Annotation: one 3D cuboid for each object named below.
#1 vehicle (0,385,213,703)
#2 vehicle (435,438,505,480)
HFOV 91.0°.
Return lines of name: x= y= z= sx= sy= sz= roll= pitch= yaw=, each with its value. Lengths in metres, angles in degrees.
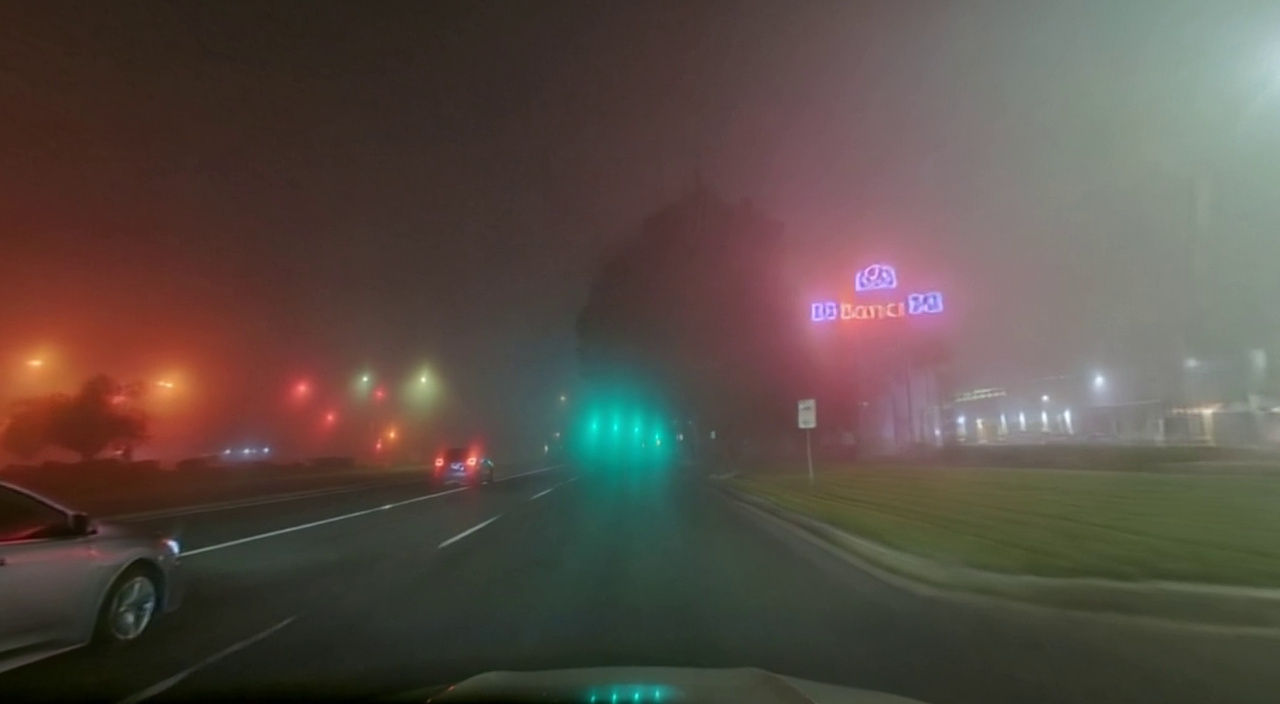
vehicle: x=-4.317 y=0.937 z=2.717 sx=2.041 sy=1.666 sz=4.182 roll=0 pitch=-8 yaw=-1
vehicle: x=-7.955 y=5.026 z=29.906 sx=2.136 sy=1.844 sz=4.363 roll=0 pitch=-8 yaw=-1
